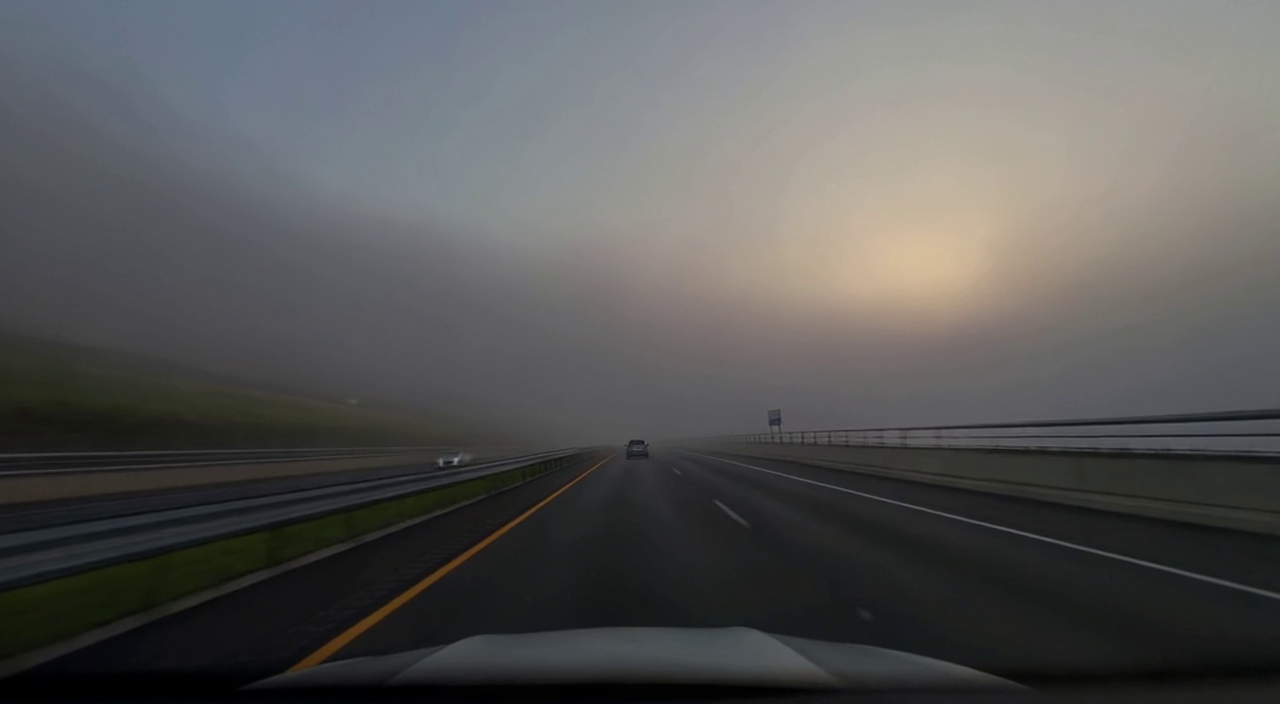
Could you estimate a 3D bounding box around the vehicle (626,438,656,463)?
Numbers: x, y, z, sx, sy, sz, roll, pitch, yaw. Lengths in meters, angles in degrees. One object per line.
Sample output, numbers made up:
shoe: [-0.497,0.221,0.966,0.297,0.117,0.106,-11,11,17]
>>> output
vehicle: [0.022,7.020,44.954,2.059,1.696,4.165,0,-8,-1]
